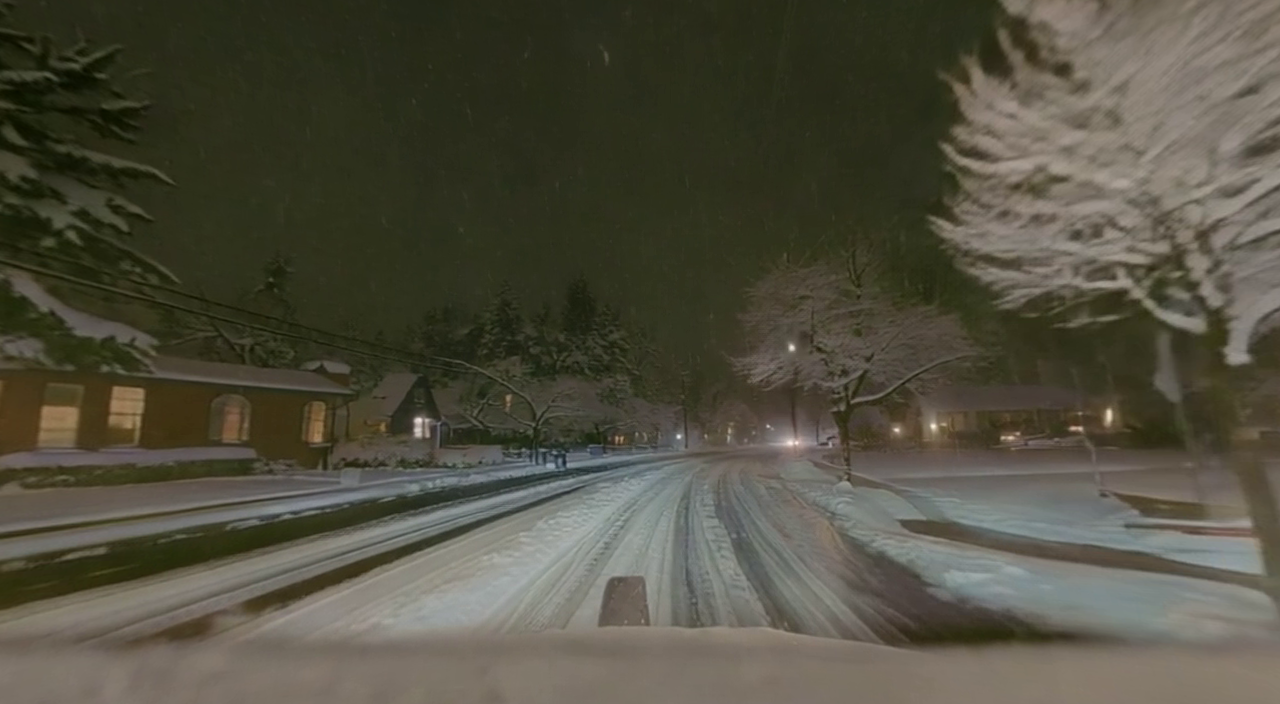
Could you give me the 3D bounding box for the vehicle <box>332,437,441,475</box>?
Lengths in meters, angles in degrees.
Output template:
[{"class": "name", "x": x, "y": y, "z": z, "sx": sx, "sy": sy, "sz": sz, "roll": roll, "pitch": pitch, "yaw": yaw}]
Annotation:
[{"class": "vehicle", "x": -11.798, "y": 4.873, "z": 29.728, "sx": 4.485, "sy": 1.663, "sz": 2.111, "roll": 2, "pitch": -9, "yaw": -15}]
